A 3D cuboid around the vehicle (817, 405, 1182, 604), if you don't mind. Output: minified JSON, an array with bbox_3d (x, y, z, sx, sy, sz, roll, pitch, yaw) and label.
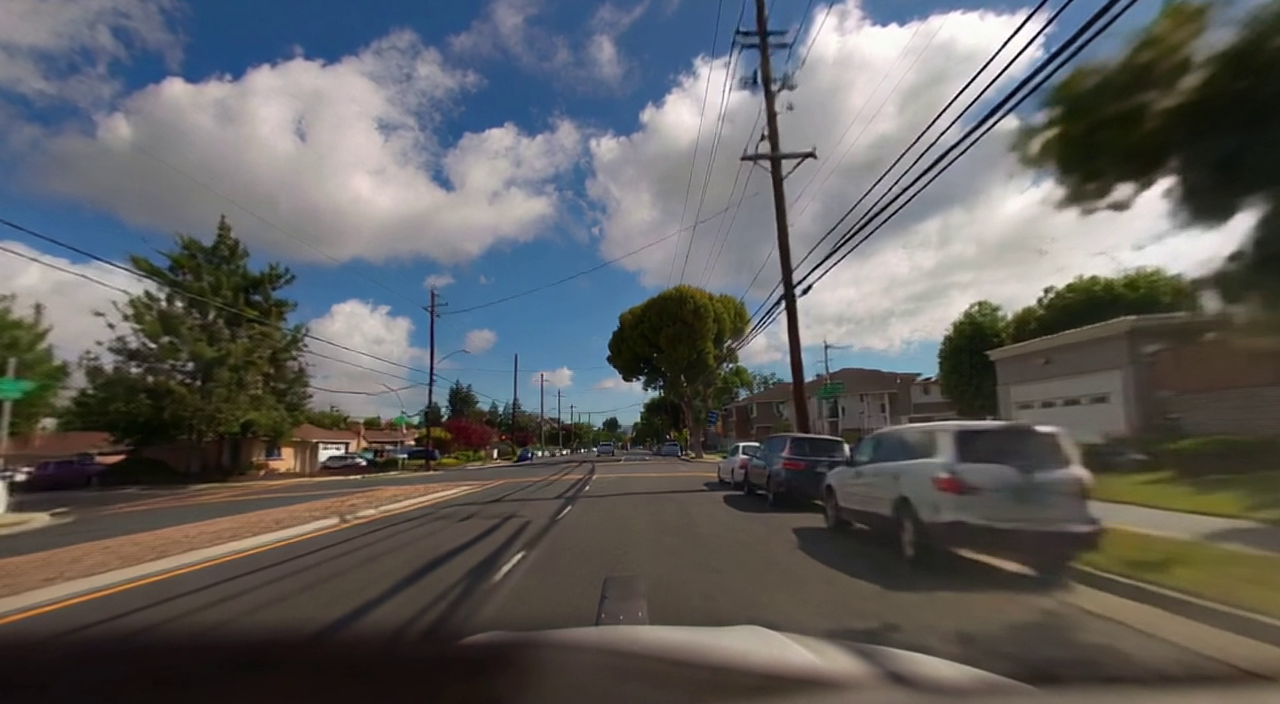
[{"bbox_3d":[3.750,1.641,7.671,1.852,1.715,4.110,0,-9,-2],"label":"vehicle"}]

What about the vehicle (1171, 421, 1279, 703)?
[{"bbox_3d":[3.796,0.771,0.922,1.865,1.477,4.741,0,-8,-1],"label":"vehicle"}]

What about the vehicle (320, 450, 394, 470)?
[{"bbox_3d":[-21.895,8.357,48.934,4.728,1.536,2.006,0,-8,0],"label":"vehicle"}]

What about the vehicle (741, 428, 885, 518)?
[{"bbox_3d":[3.687,2.657,14.409,1.948,1.713,4.479,0,-8,-1],"label":"vehicle"}]
